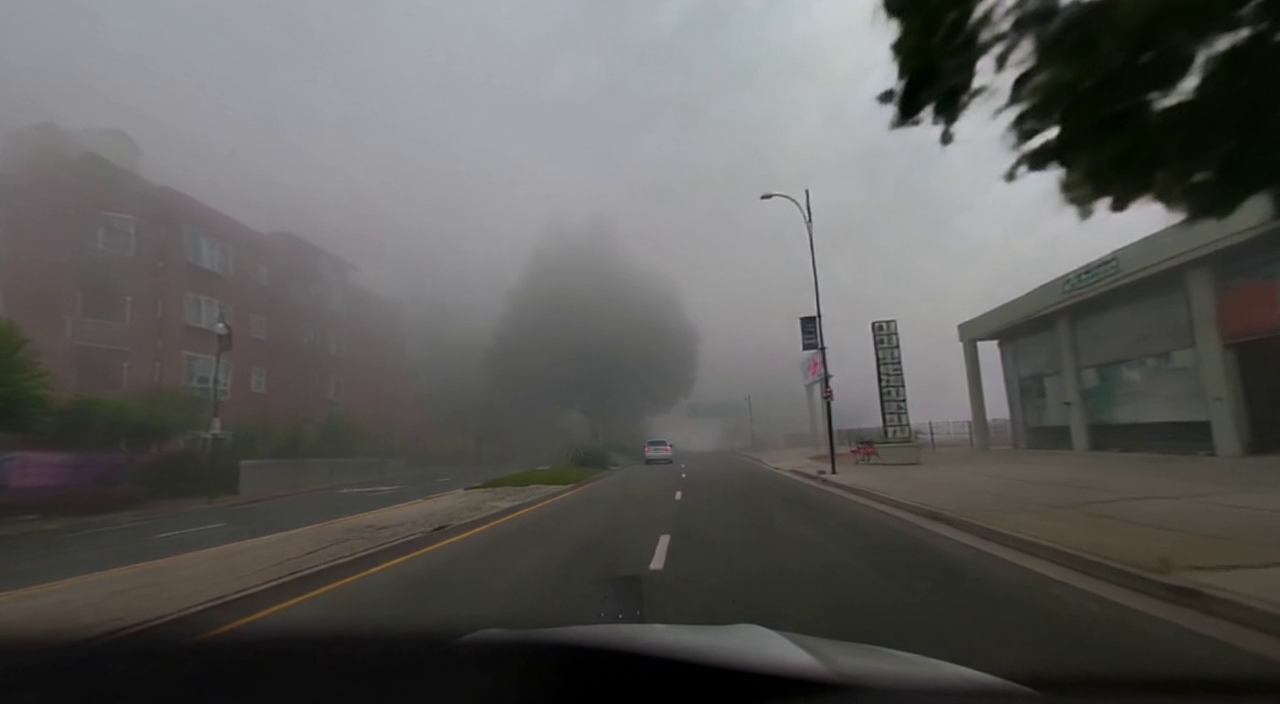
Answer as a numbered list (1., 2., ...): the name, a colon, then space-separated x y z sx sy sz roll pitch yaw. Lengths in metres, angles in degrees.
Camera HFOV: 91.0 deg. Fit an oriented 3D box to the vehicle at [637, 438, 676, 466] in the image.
1. vehicle: 1.142 6.424 40.647 2.235 1.719 4.292 0 -8 5
